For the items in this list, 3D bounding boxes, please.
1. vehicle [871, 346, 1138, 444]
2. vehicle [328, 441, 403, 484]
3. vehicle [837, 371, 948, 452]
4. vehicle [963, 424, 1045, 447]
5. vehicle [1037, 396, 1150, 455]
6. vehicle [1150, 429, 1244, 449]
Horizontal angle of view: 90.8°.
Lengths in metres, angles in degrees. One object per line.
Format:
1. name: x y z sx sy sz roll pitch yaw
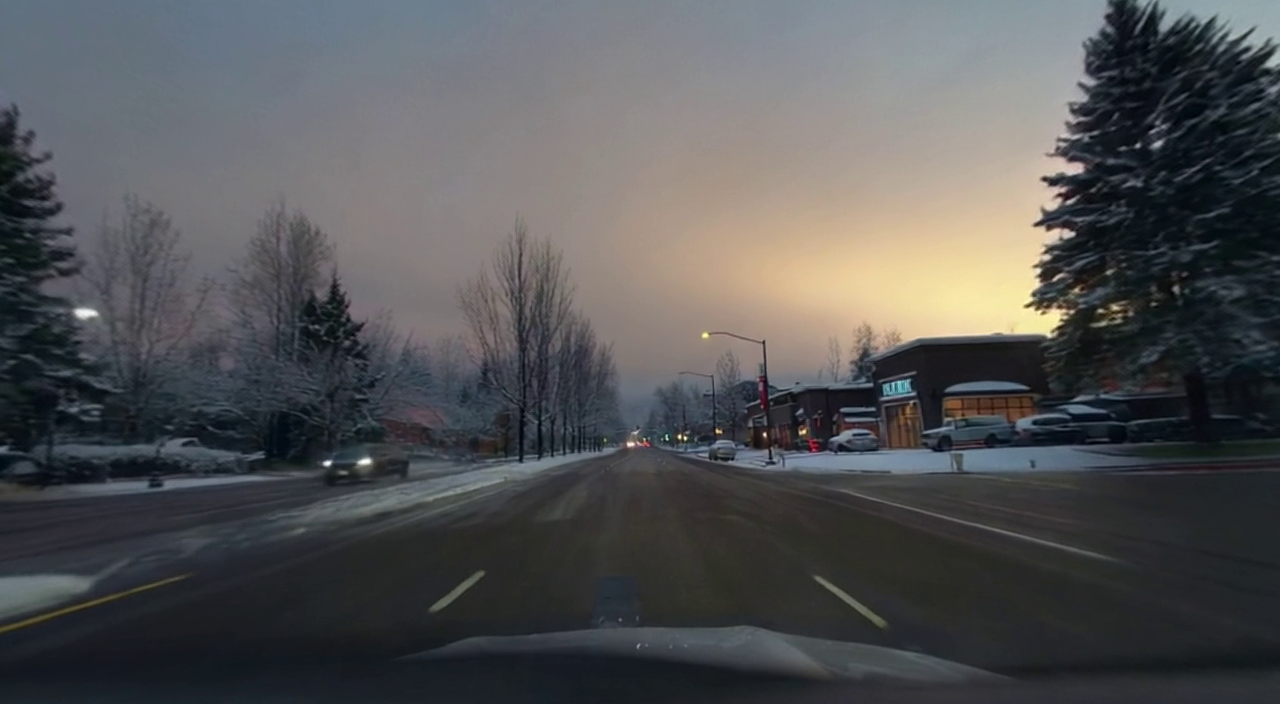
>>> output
1. vehicle: 26.026 3.454 46.671 16.415 6.611 1.394 -4 -9 26
2. vehicle: -11.600 4.669 26.904 1.813 1.727 3.009 0 -9 0
3. vehicle: 15.751 3.804 38.921 9.886 4.618 0.062 5 -10 -30
4. vehicle: 24.886 5.740 43.372 4.712 1.527 0.932 -4 -10 27
5. vehicle: 25.893 4.305 36.414 4.543 3.105 4.010 -4 -10 27
6. vehicle: 28.943 4.537 32.903 3.278 0.997 1.511 -1 -9 7
